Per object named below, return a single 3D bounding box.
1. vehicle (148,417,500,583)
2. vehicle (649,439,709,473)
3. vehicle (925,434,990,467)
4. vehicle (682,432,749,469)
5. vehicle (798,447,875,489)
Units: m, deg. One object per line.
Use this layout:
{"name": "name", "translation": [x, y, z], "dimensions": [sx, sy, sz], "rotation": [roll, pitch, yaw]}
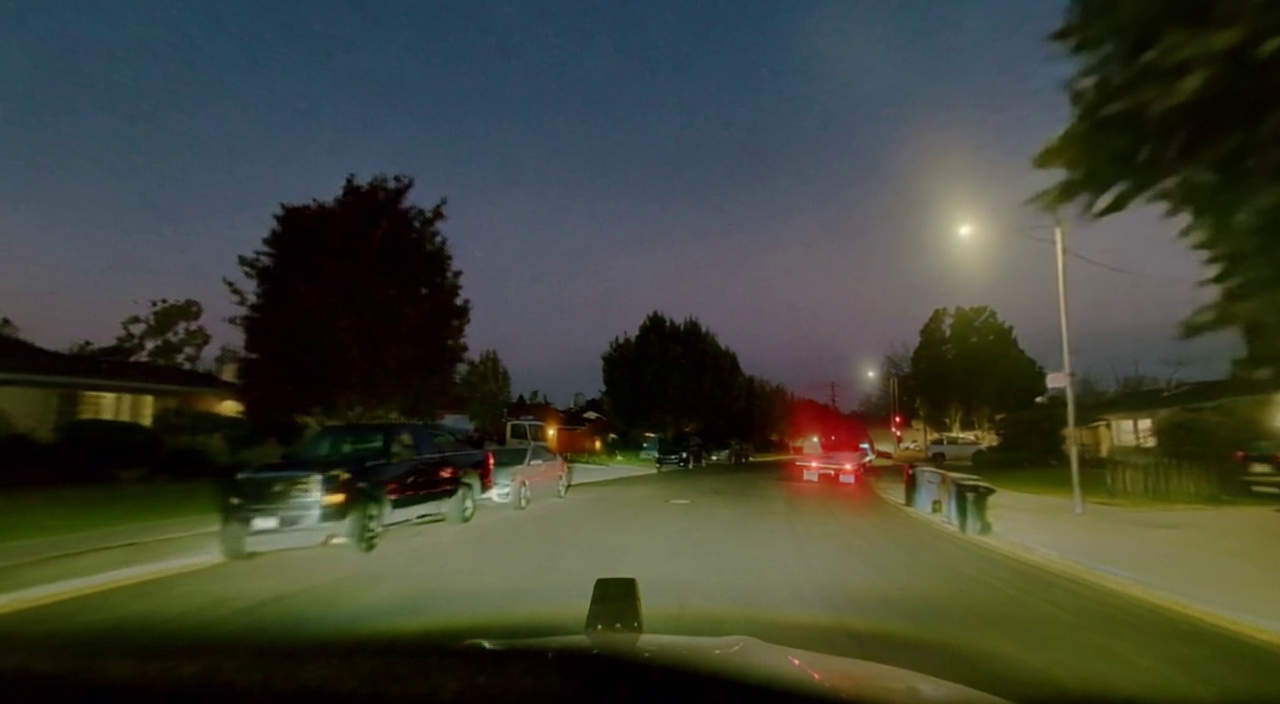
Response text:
{"name": "vehicle", "translation": [-4.116, 1.920, 9.568], "dimensions": [2.274, 1.784, 5.090], "rotation": [-1, -7, 7]}
{"name": "vehicle", "translation": [2.222, 5.699, 34.662], "dimensions": [2.052, 1.745, 4.737], "rotation": [-3, -9, 19]}
{"name": "vehicle", "translation": [21.245, 6.601, 42.252], "dimensions": [3.470, 2.123, 1.584], "rotation": [0, -7, 6]}
{"name": "vehicle", "translation": [5.218, 6.628, 42.538], "dimensions": [2.632, 2.249, 6.179], "rotation": [-4, -9, 24]}
{"name": "vehicle", "translation": [8.664, 4.926, 27.423], "dimensions": [2.804, 1.336, 6.700], "rotation": [-2, -7, 19]}
